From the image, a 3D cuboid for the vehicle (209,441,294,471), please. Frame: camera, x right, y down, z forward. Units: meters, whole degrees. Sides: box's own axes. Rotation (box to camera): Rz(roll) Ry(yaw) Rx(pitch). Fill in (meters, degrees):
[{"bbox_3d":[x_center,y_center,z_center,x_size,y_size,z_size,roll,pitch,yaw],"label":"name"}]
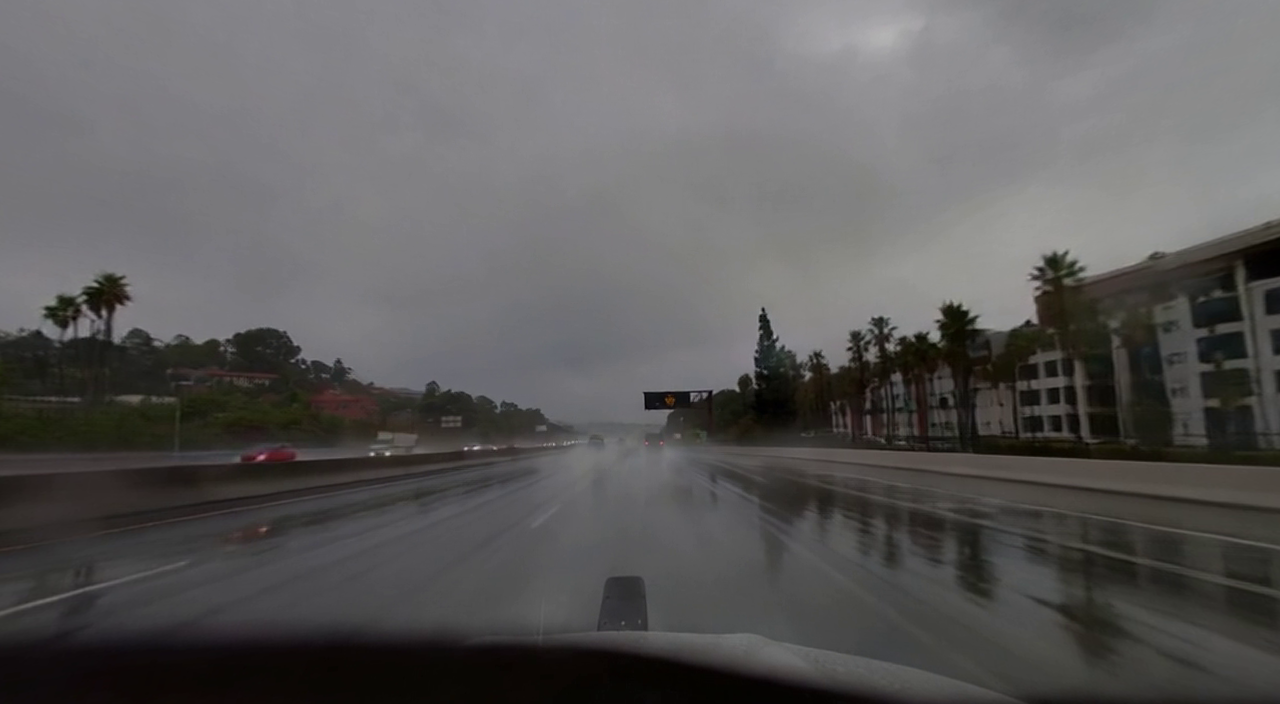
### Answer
[{"bbox_3d":[-27.646,7.391,44.943,2.222,1.975,6.003,0,-9,0],"label":"vehicle"}]
